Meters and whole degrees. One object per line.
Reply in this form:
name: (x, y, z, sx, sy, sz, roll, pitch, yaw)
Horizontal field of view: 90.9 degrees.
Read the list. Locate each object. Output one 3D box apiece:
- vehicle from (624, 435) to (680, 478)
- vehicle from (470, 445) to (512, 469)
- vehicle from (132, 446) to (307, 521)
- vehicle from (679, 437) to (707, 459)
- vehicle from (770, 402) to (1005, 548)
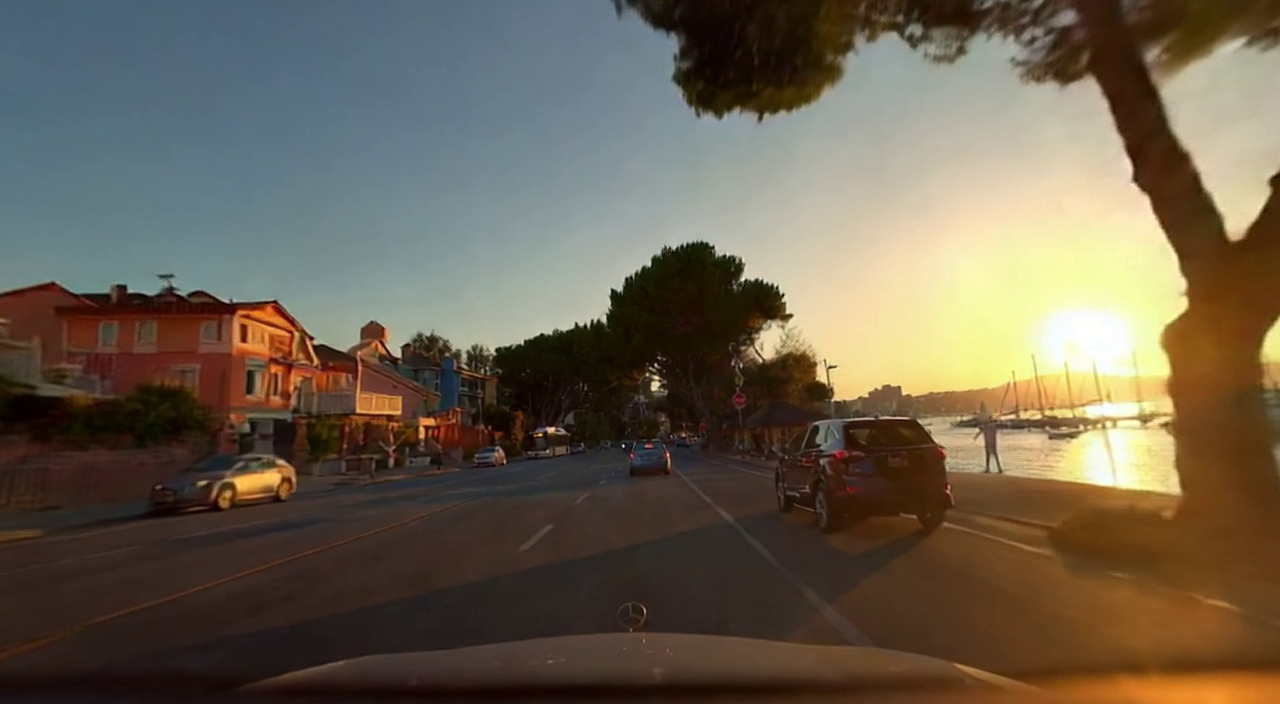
vehicle: (0.462, 4.269, 26.003, 2.132, 1.632, 3.838, 0, -8, 0)
vehicle: (-10.105, 7.120, 42.922, 1.731, 1.489, 3.841, -1, -8, 3)
vehicle: (-10.341, 3.209, 15.924, 1.701, 1.528, 3.881, -1, -7, 1)
vehicle: (4.120, 7.576, 49.594, 1.876, 1.626, 3.851, 0, -8, 0)
vehicle: (3.589, 1.877, 10.223, 2.000, 1.809, 4.405, 0, -8, 0)
